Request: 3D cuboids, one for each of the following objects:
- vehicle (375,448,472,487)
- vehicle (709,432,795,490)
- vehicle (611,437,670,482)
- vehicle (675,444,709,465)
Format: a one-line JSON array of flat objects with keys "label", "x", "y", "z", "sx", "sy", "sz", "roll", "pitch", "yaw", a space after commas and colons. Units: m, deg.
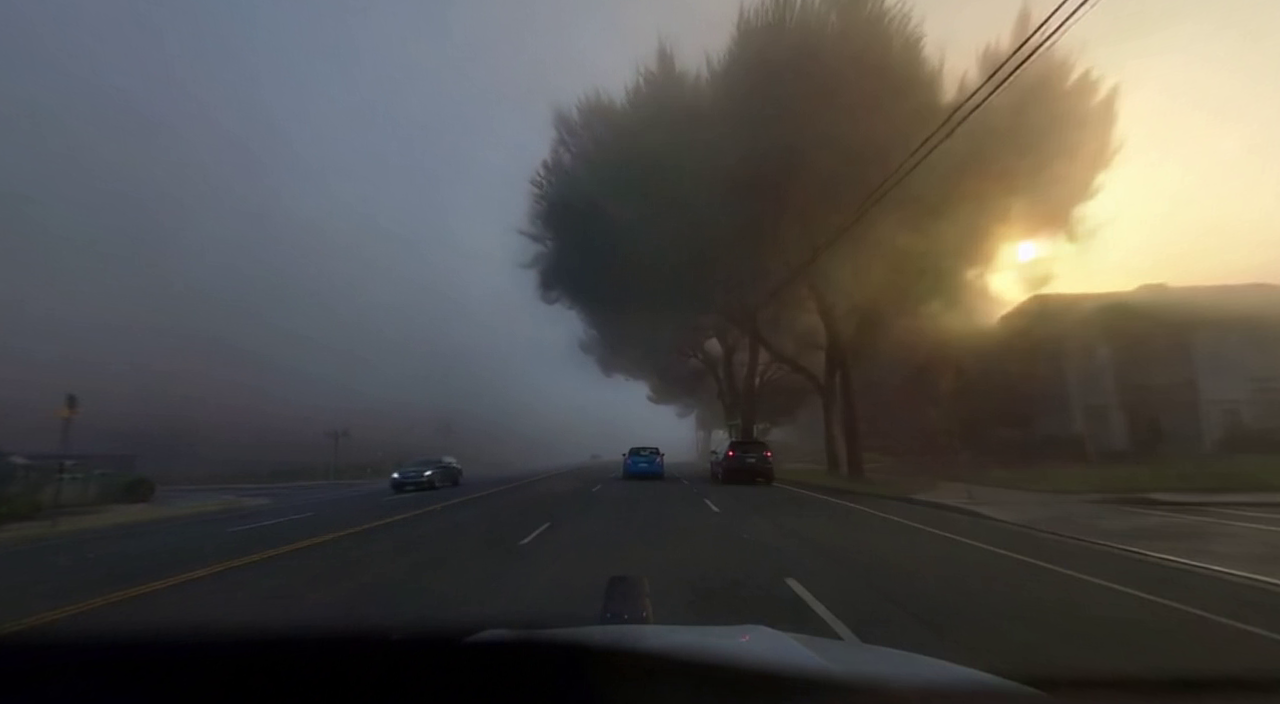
[{"label": "vehicle", "x": -10.998, "y": 5.882, "z": 32.121, "sx": 4.296, "sy": 1.611, "sz": 1.942, "roll": -6, "pitch": -10, "yaw": 12}, {"label": "vehicle", "x": 3.592, "y": 3.605, "z": 21.117, "sx": 2.024, "sy": 1.711, "sz": 4.512, "roll": 0, "pitch": -8, "yaw": 0}, {"label": "vehicle", "x": 0.048, "y": 4.339, "z": 25.672, "sx": 2.200, "sy": 1.653, "sz": 4.127, "roll": 0, "pitch": -8, "yaw": 1}, {"label": "vehicle", "x": 3.684, "y": 7.380, "z": 45.544, "sx": 2.099, "sy": 1.463, "sz": 4.130, "roll": 0, "pitch": -8, "yaw": 0}]
